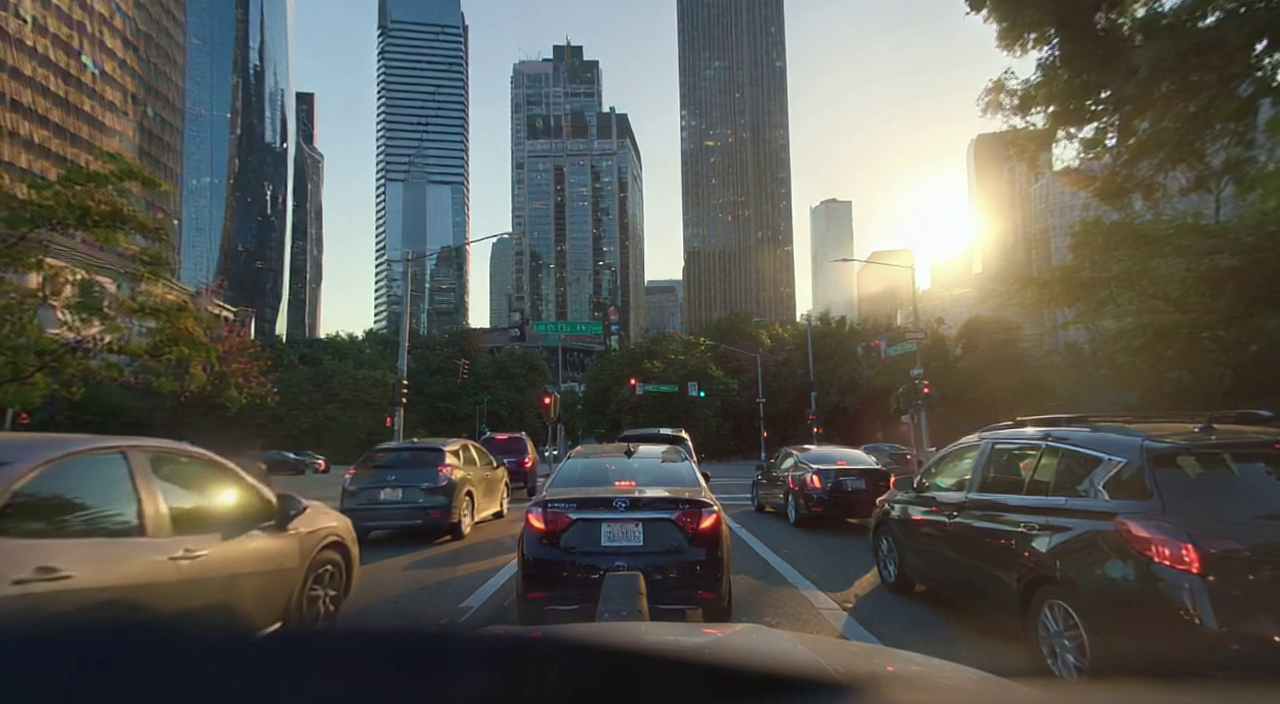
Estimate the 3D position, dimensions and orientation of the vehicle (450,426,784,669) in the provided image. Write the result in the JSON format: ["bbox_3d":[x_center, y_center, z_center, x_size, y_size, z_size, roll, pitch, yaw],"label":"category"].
[{"bbox_3d":[-0.157,1.472,5.798,2.031,1.461,3.763,0,-8,-1],"label":"vehicle"}]

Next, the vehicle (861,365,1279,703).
[{"bbox_3d":[3.330,1.159,4.178,2.179,1.631,4.173,0,-8,0],"label":"vehicle"}]

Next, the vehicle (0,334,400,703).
[{"bbox_3d":[-3.153,0.956,3.015,2.181,1.723,4.550,0,-8,0],"label":"vehicle"}]
